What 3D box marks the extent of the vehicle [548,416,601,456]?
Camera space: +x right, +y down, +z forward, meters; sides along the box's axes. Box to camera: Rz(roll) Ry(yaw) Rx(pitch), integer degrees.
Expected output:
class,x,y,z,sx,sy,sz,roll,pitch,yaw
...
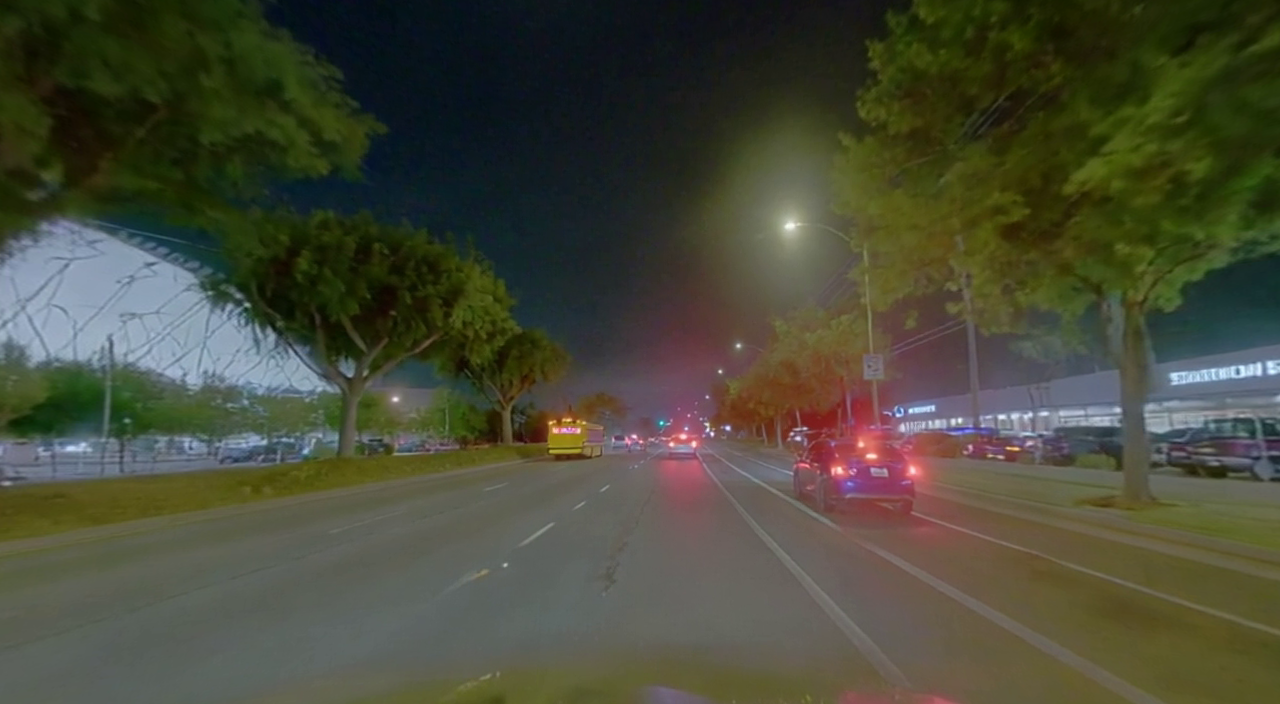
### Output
class,x,y,z,sx,sy,sz,roll,pitch,yaw
vehicle,-4.443,5.955,44.210,2.485,2.556,6.363,-1,-9,5

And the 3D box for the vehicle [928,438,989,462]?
class,x,y,z,sx,sy,sz,roll,pitch,yaw
vehicle,20.841,6.458,41.468,1.849,1.466,4.831,-1,-9,5

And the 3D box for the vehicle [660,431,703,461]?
class,x,y,z,sx,sy,sz,roll,pitch,yaw
vehicle,2.198,5.066,33.859,2.123,1.498,4.226,-1,-9,3
